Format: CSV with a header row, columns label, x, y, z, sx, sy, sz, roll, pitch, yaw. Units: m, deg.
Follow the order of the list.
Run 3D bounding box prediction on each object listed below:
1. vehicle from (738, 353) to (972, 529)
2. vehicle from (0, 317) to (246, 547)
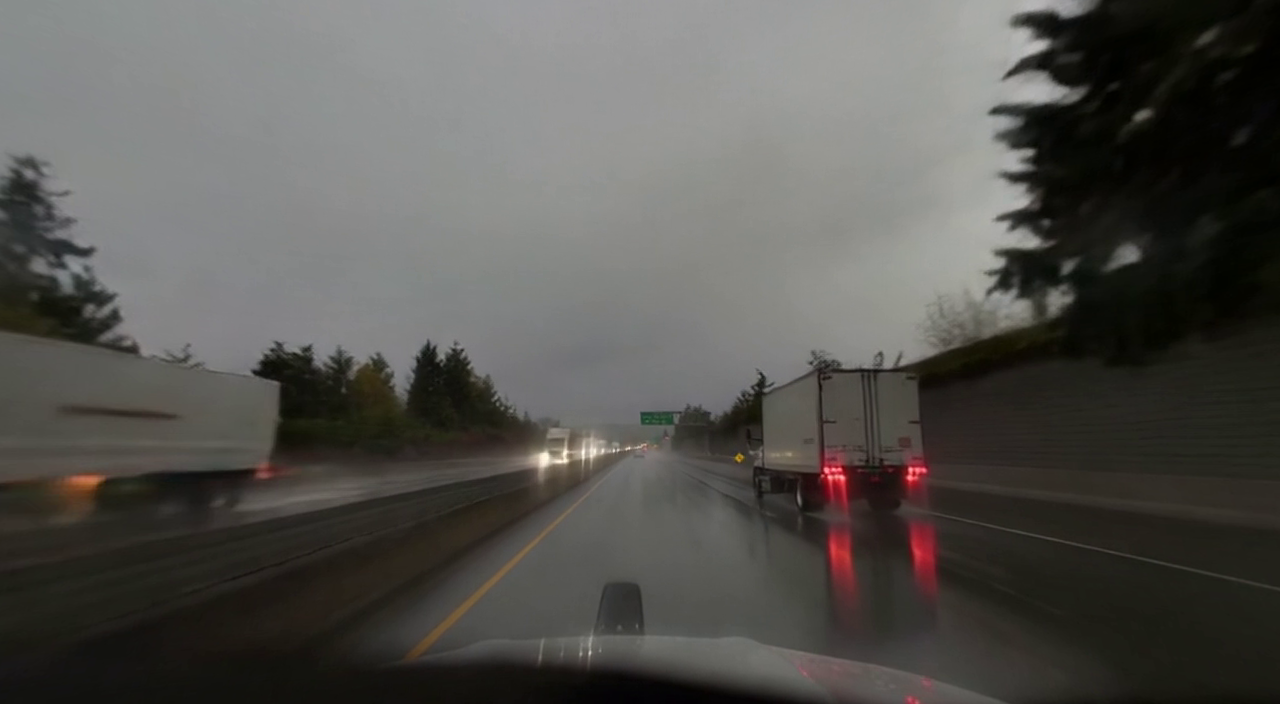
label,x,y,z,sx,sy,sz,roll,pitch,yaw
vehicle,3.977,1.928,13.540,2.449,2.805,6.763,0,-9,-1
vehicle,-12.767,1.642,12.505,3.343,3.928,10.064,0,-9,0
